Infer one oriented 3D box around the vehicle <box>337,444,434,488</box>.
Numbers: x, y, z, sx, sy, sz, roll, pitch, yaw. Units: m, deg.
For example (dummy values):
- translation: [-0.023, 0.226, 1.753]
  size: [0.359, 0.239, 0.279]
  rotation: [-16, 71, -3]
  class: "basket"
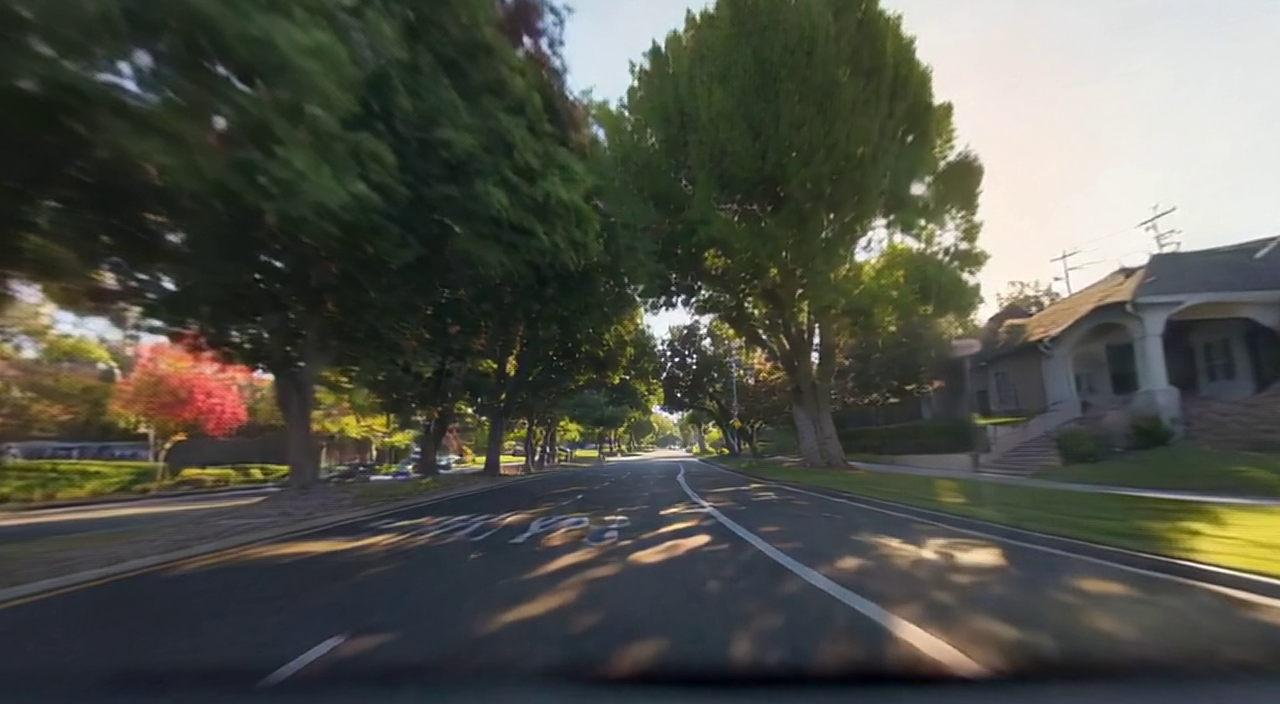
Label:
- translation: [-11.744, 5.262, 29.548]
  size: [2.113, 1.788, 4.701]
  rotation: [-4, -9, 8]
  class: "vehicle"
